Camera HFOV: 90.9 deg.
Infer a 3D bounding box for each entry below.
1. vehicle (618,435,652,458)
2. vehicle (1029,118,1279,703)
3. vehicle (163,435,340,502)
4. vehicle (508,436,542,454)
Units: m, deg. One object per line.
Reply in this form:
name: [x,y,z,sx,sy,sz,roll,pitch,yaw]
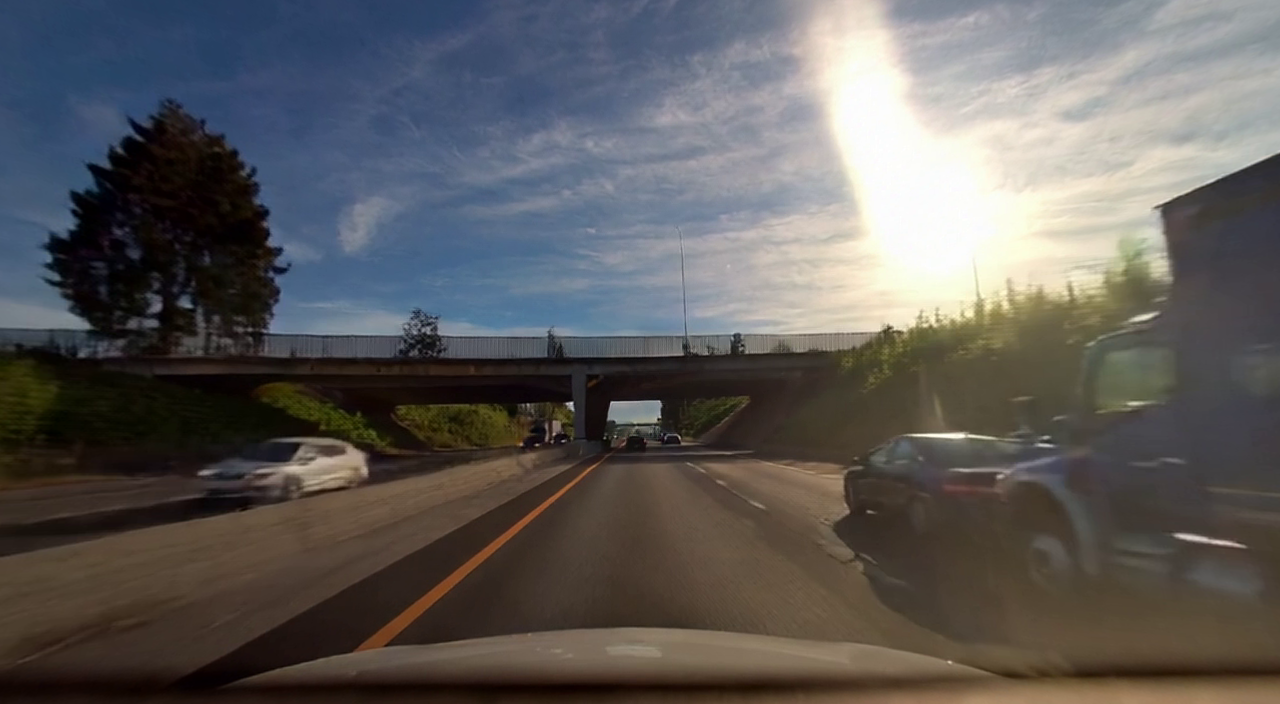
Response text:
vehicle: [-0.337,5.787,38.814,1.996,1.325,4.029,0,-7,-1]
vehicle: [4.175,0.142,1.081,2.715,2.746,6.550,0,-7,-1]
vehicle: [-9.105,2.715,15.206,1.878,1.393,3.787,0,-7,0]
vehicle: [-8.787,7.142,48.439,1.936,1.322,3.678,0,-7,1]
